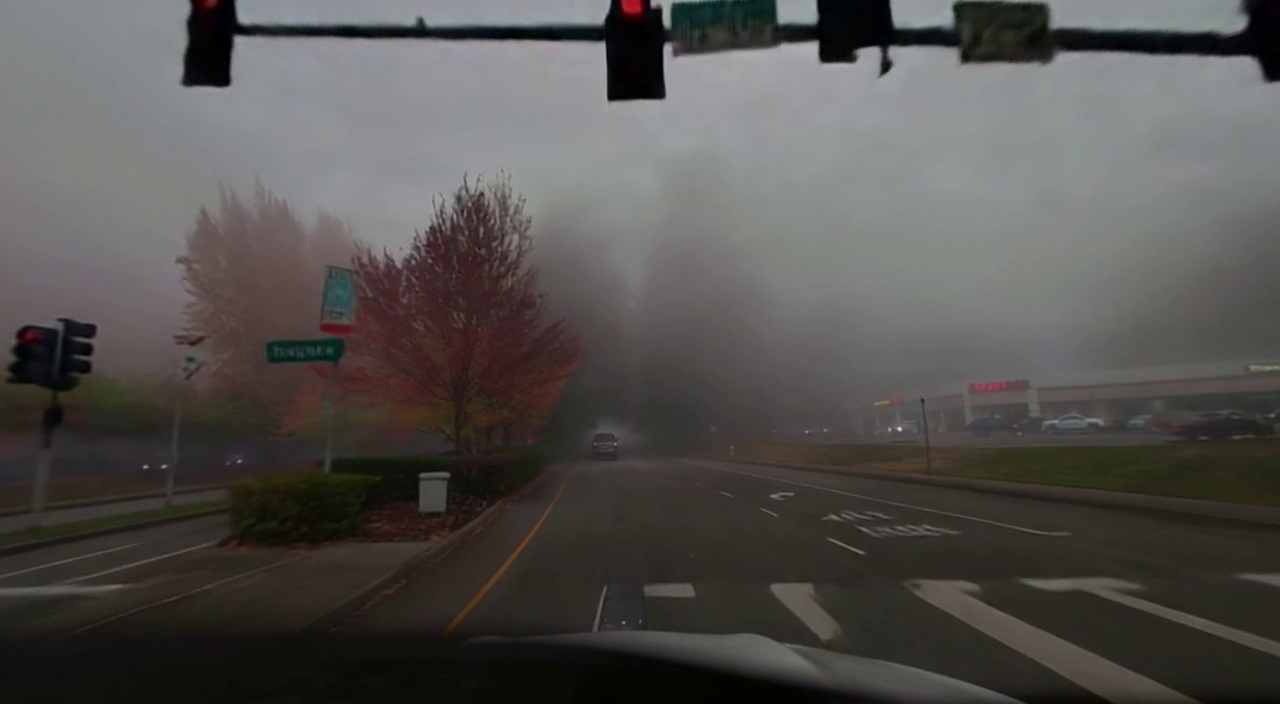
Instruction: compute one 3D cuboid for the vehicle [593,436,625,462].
[{"bbox_3d":[-2.345,7.195,46.956,2.146,1.814,5.110,1,-8,-5],"label":"vehicle"}]
